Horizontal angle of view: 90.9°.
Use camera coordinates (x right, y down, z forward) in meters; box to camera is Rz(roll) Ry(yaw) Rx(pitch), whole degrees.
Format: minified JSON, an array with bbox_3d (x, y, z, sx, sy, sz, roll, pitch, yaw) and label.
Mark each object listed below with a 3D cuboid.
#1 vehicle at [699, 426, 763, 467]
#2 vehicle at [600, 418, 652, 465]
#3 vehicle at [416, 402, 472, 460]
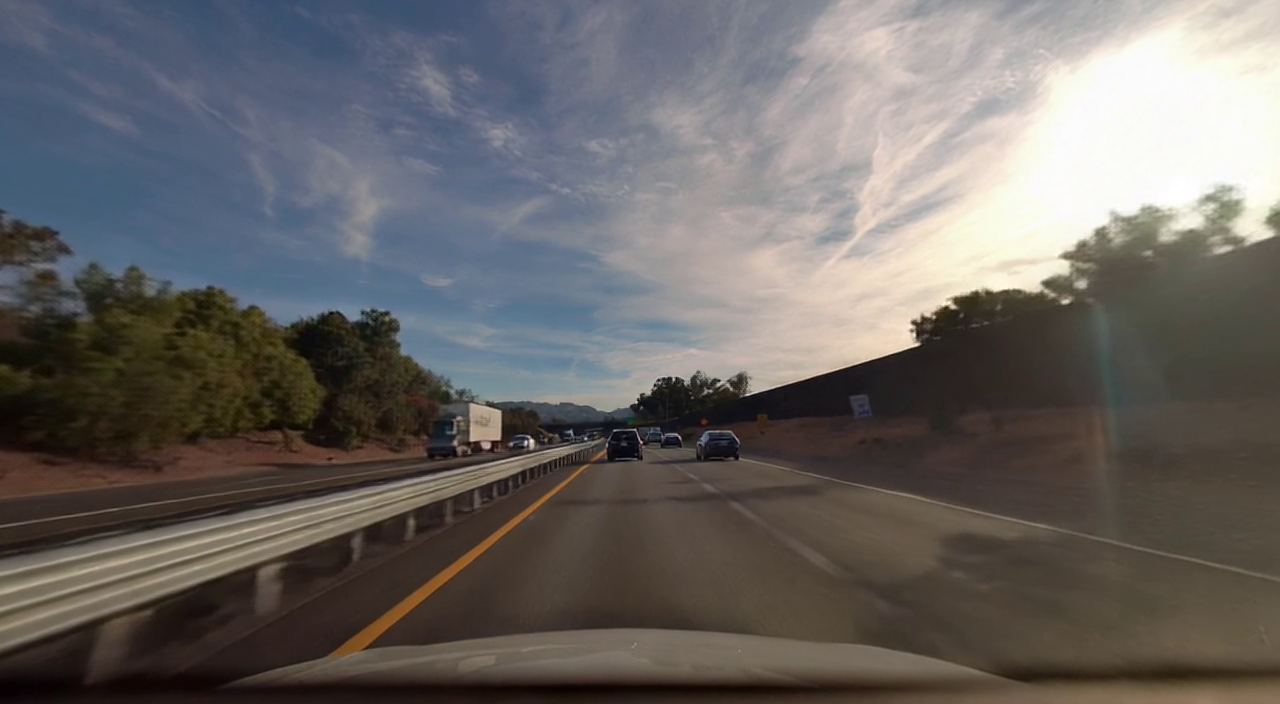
[{"bbox_3d":[3.754,3.967,26.620,1.981,1.606,3.956,0,-8,-2],"label":"vehicle"},{"bbox_3d":[-0.692,4.259,30.027,2.270,2.044,4.633,0,-8,-2],"label":"vehicle"},{"bbox_3d":[-14.213,5.770,45.979,2.990,4.029,3.259,0,-8,-2],"label":"vehicle"}]
